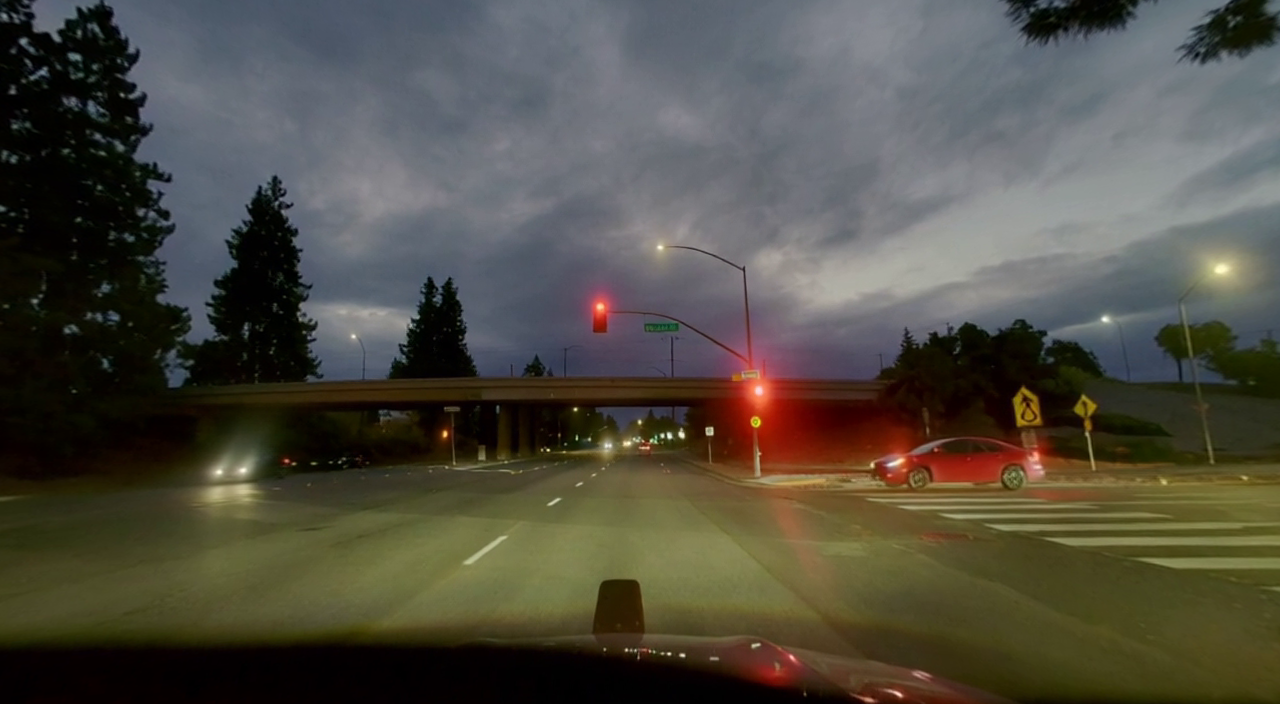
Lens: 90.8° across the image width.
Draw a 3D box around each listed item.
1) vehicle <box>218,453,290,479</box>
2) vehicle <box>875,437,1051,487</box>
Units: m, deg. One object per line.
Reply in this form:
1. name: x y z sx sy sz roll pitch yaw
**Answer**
1. vehicle: -23.945 7.059 39.382 1.834 1.482 4.310 0 -9 0
2. vehicle: 10.191 3.467 20.094 4.691 1.466 1.800 1 -9 -7
